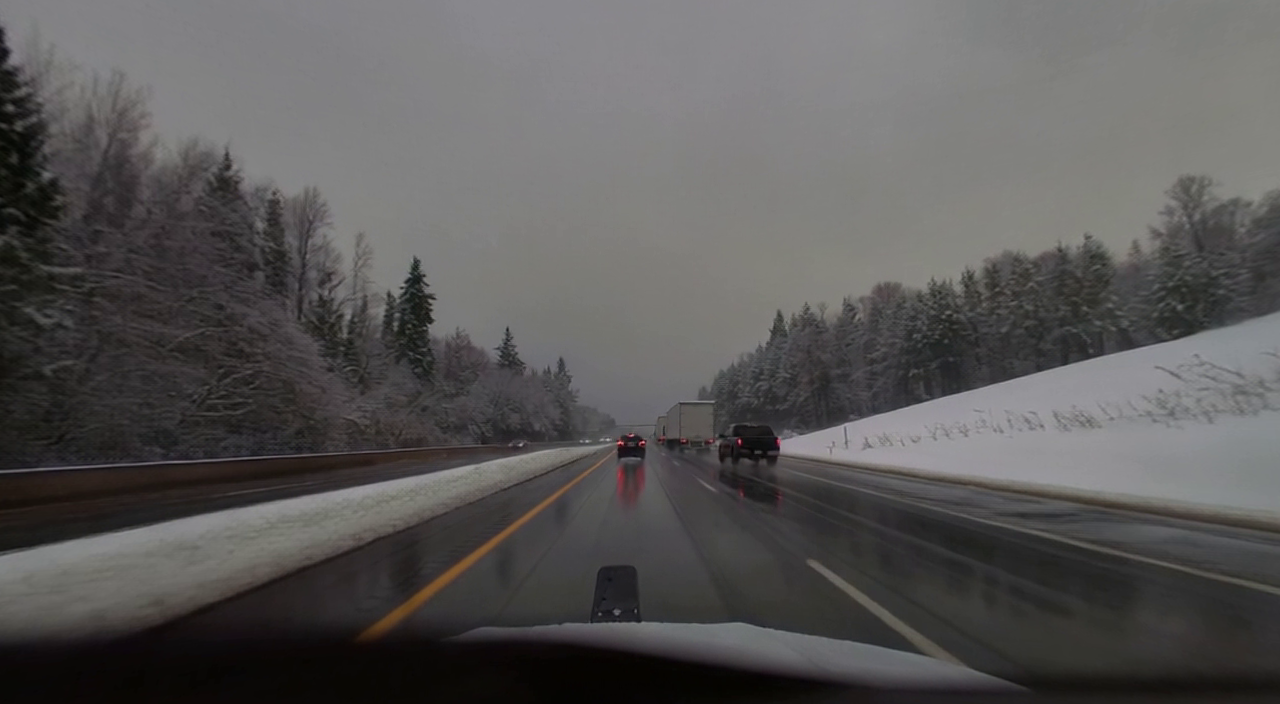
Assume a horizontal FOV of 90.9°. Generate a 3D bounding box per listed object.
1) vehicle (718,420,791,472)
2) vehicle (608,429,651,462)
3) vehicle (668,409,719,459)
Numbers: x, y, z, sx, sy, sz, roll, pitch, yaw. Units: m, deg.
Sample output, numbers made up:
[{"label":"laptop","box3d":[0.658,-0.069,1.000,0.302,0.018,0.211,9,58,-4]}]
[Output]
[{"label":"vehicle","box3d":[4.506,3.764,25.436,2.073,1.905,4.023,0,-7,-1]},{"label":"vehicle","box3d":[-0.586,5.076,34.402,2.206,1.681,4.111,0,-7,-1]},{"label":"vehicle","box3d":[3.520,5.576,43.023,2.728,3.053,7.708,0,-7,0]}]
